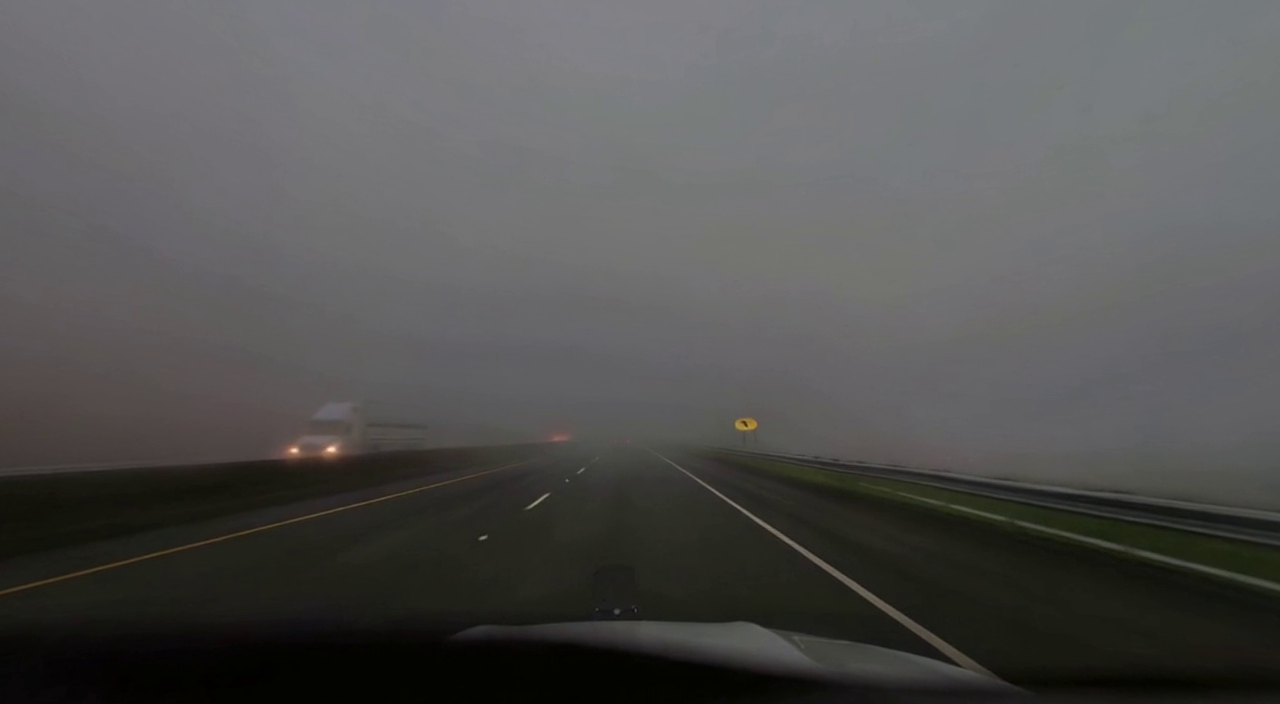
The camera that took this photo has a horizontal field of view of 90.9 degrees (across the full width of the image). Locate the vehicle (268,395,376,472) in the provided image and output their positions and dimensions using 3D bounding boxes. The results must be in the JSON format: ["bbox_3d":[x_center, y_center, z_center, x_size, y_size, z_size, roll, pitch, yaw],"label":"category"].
[{"bbox_3d":[-17.763,4.645,35.795,2.992,3.988,5.920,0,-8,-1],"label":"vehicle"}]
